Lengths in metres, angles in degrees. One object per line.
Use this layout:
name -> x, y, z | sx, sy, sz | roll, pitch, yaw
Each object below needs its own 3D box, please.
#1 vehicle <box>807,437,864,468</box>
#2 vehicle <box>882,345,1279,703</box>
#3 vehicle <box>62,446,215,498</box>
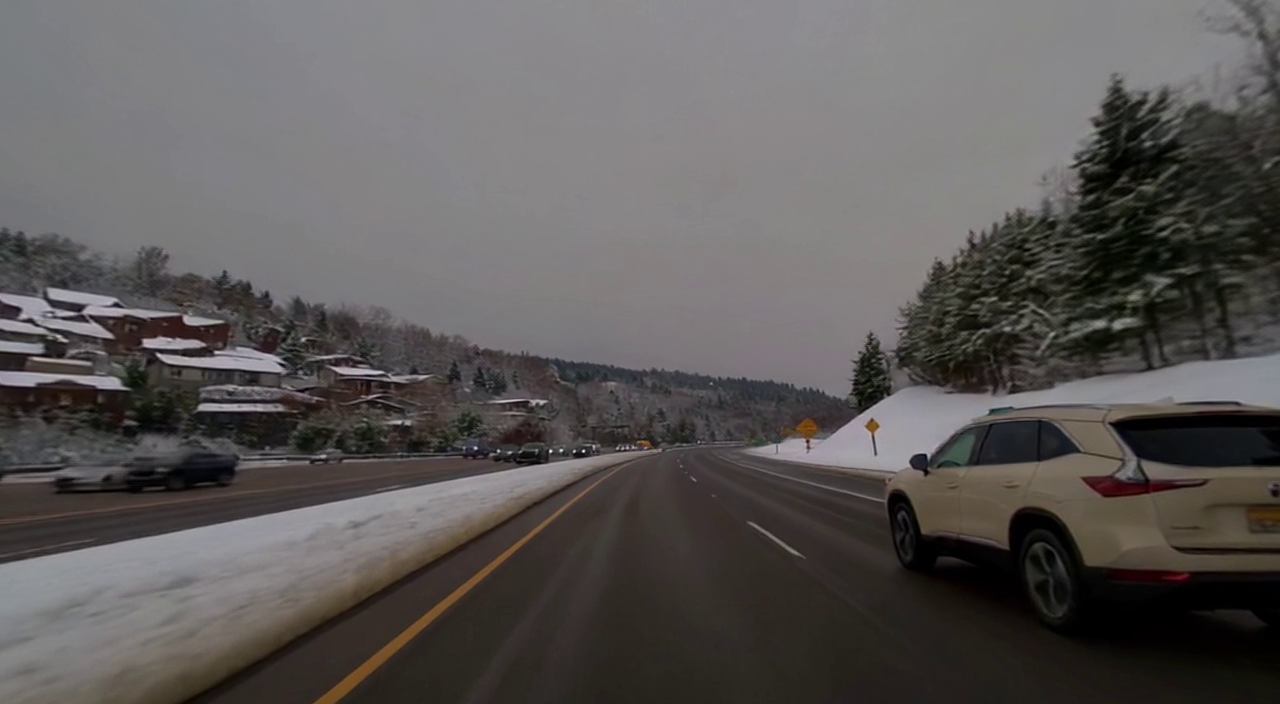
vehicle -> 11.871, 6.129, 38.555 | 2.043, 1.714, 4.453 | -1, -8, 0
vehicle -> 4.040, 1.156, 4.955 | 2.318, 1.766, 4.587 | 0, -8, -1
vehicle -> -19.570, 4.654, 24.929 | 2.015, 1.766, 4.837 | -1, -8, 1
